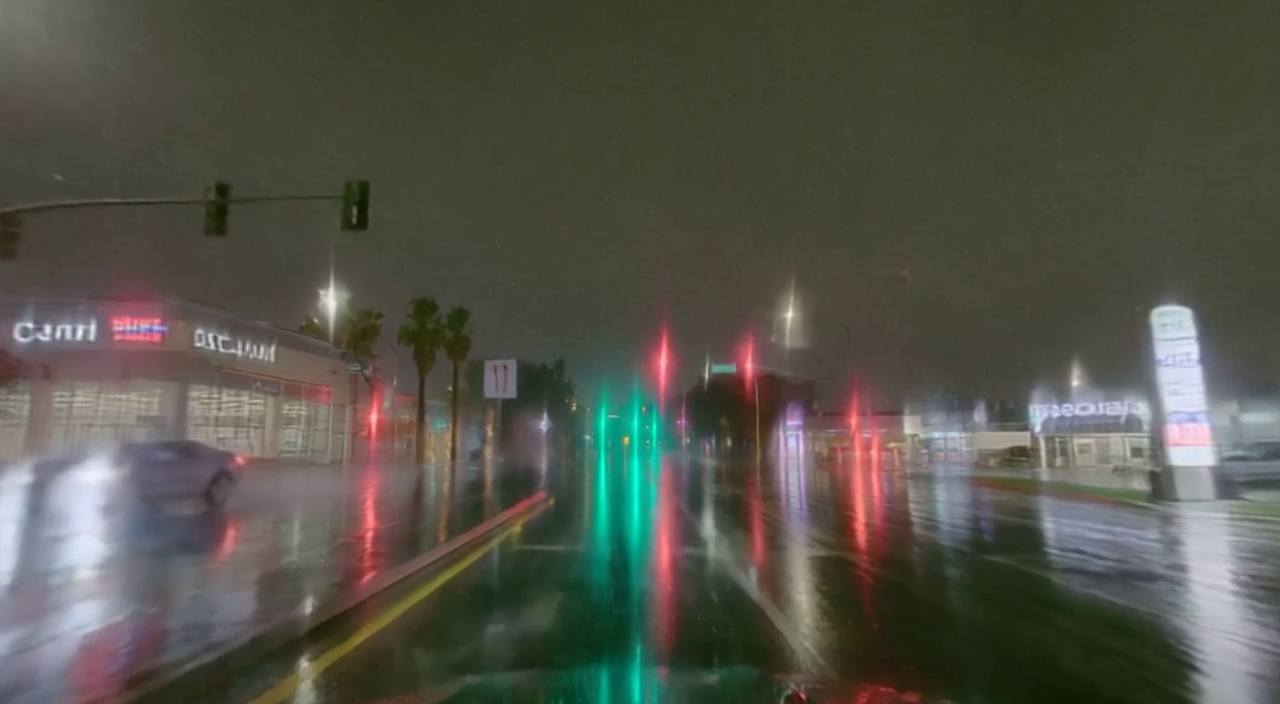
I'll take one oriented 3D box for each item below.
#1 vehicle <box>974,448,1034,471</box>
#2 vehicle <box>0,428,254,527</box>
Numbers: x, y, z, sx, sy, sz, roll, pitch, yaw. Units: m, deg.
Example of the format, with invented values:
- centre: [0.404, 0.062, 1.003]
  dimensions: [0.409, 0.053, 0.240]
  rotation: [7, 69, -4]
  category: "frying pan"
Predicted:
- centre: [27.714, 8.159, 48.280]
  dimensions: [1.929, 1.613, 4.530]
  rotation: [0, -8, 2]
  category: "vehicle"
- centre: [-11.226, 2.585, 13.659]
  dimensions: [2.010, 1.728, 4.408]
  rotation: [-4, -9, 25]
  category: "vehicle"
